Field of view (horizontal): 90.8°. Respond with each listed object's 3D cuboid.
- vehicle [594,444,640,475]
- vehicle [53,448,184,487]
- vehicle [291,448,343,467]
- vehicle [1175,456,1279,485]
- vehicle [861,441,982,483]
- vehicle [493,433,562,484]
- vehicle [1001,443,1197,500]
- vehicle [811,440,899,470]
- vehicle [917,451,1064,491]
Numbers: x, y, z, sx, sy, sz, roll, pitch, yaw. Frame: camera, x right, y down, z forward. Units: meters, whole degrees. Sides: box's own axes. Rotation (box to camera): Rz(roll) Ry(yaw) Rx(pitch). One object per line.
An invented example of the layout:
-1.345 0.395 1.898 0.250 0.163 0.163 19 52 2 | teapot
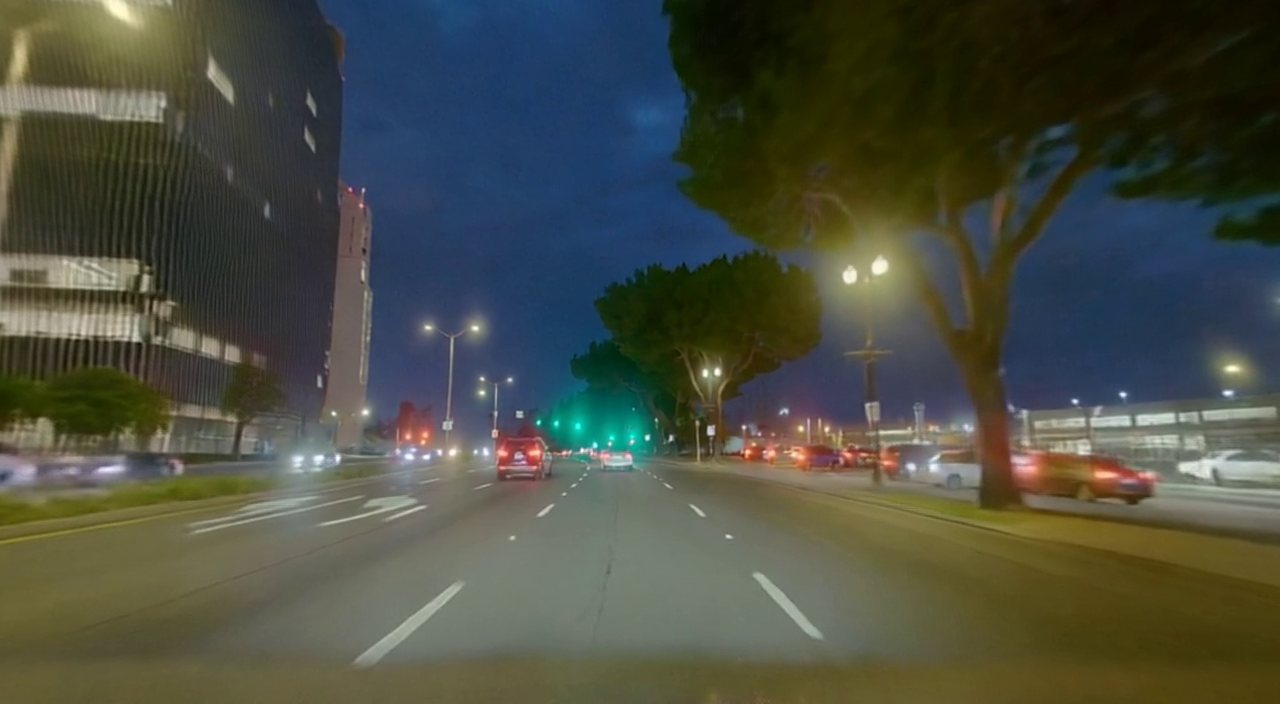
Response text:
-1.170 5.135 30.470 2.050 1.385 4.096 0 -8 -4 | vehicle
-20.321 4.466 24.904 1.751 1.342 4.414 1 -8 -6 | vehicle
-23.970 7.807 47.005 1.842 1.315 4.463 1 -8 -5 | vehicle
31.754 6.325 34.109 1.689 1.351 4.643 0 -8 0 | vehicle
12.678 4.970 28.664 4.569 1.813 1.872 0 -8 -3 | vehicle
-4.297 4.137 24.846 2.001 1.784 4.483 0 -8 -2 | vehicle
13.546 3.557 18.892 4.264 1.566 1.854 -1 -10 4 | vehicle
12.542 6.053 37.032 4.489 1.652 1.783 -1 -9 1 | vehicle
12.897 4.406 23.462 4.383 1.348 1.715 -1 -9 1 | vehicle
